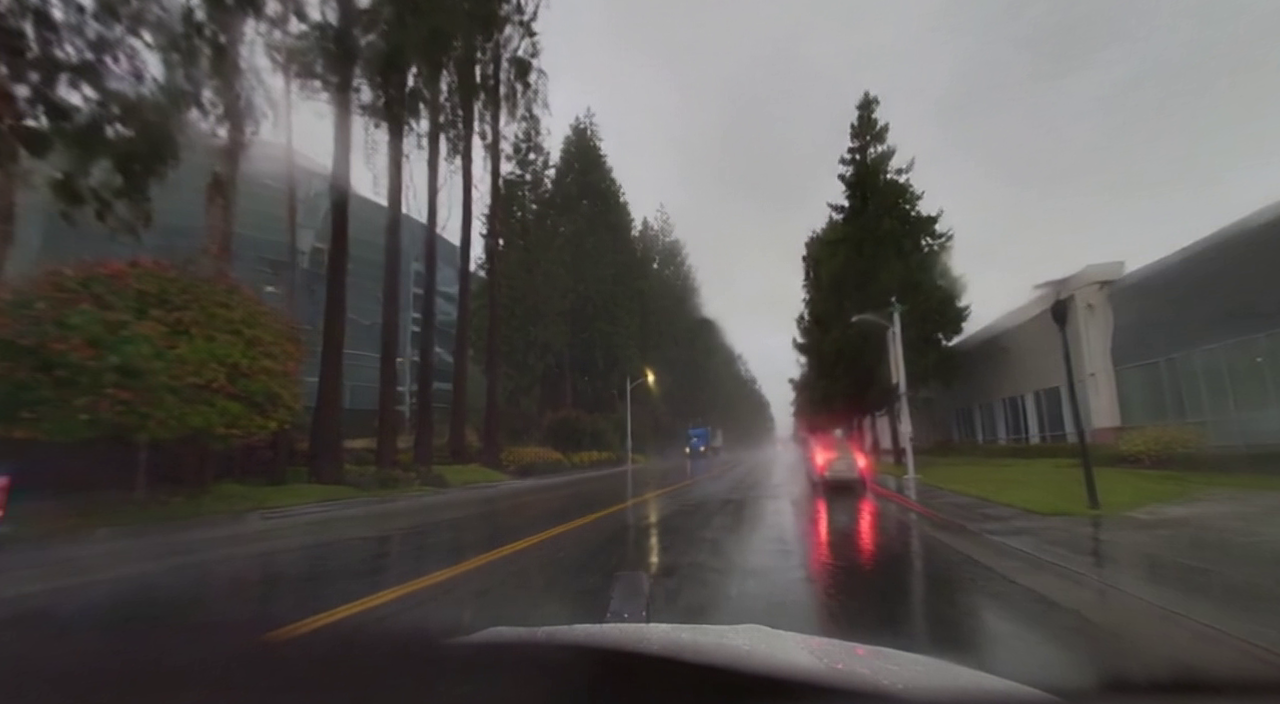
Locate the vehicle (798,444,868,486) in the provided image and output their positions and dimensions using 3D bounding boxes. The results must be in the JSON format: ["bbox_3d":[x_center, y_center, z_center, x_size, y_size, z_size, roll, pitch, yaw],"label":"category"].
[{"bbox_3d":[7.566,4.450,25.173,2.098,1.509,4.389,-2,-9,10],"label":"vehicle"}]
